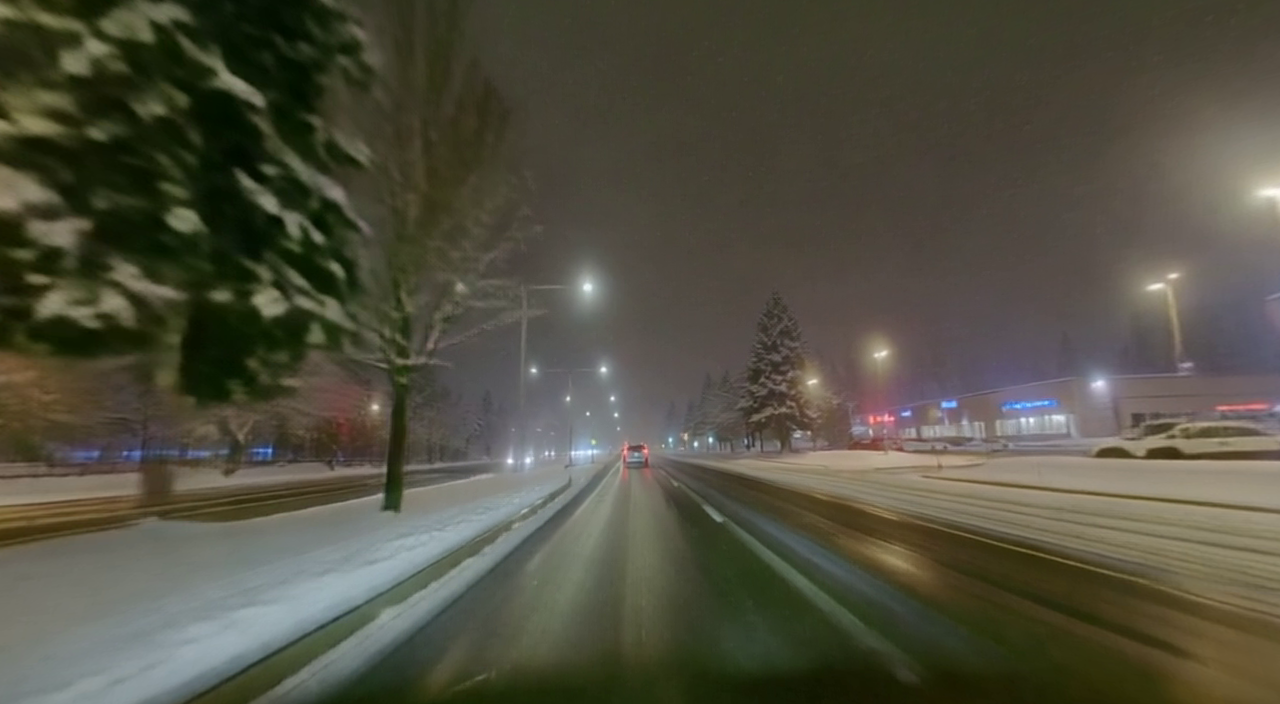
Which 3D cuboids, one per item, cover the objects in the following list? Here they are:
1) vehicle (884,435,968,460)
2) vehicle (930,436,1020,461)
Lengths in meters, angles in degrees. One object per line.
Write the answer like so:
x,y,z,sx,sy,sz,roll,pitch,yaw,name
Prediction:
19.834,6.652,43.991,4.758,1.677,2.154,0,-8,1,vehicle
20.656,5.978,39.060,4.396,1.450,1.956,-1,-8,4,vehicle
